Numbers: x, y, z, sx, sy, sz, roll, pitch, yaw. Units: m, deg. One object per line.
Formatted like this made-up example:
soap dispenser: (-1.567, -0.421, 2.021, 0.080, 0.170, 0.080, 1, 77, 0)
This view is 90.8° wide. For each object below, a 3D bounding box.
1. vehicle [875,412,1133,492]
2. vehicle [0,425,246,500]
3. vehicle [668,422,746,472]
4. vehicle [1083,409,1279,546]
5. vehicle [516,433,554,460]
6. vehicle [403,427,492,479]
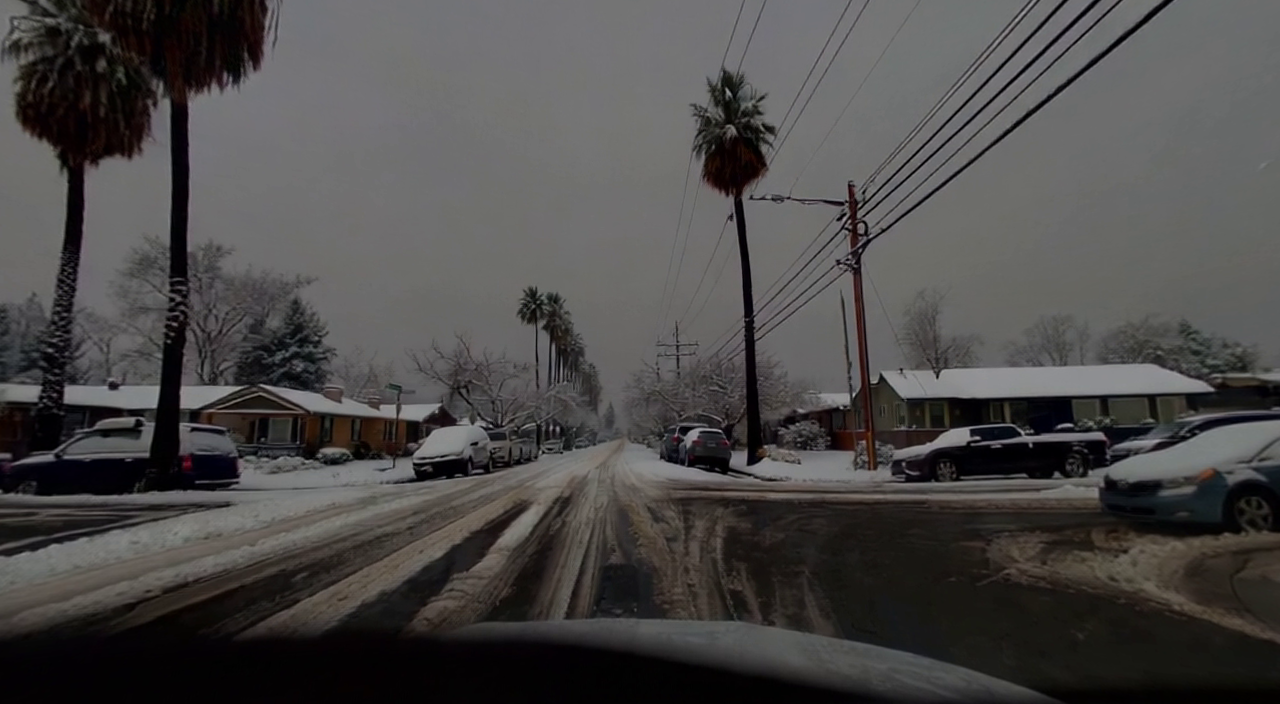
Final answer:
vehicle: (10.278, 2.865, 18.209, 5.971, 1.967, 2.385, -1, -9, -5)
vehicle: (-14.802, 3.091, 17.723, 5.847, 1.766, 2.392, -2, -9, -3)
vehicle: (2.698, 4.092, 27.252, 2.505, 1.895, 5.805, 0, -9, -2)
vehicle: (9.003, 1.676, 8.735, 4.181, 1.638, 2.015, 0, -9, -1)
vehicle: (-7.706, 7.027, 46.815, 2.178, 1.865, 4.658, 0, -9, -2)
vehicle: (-6.992, 3.742, 23.498, 2.198, 1.724, 4.493, 1, -9, -5)
